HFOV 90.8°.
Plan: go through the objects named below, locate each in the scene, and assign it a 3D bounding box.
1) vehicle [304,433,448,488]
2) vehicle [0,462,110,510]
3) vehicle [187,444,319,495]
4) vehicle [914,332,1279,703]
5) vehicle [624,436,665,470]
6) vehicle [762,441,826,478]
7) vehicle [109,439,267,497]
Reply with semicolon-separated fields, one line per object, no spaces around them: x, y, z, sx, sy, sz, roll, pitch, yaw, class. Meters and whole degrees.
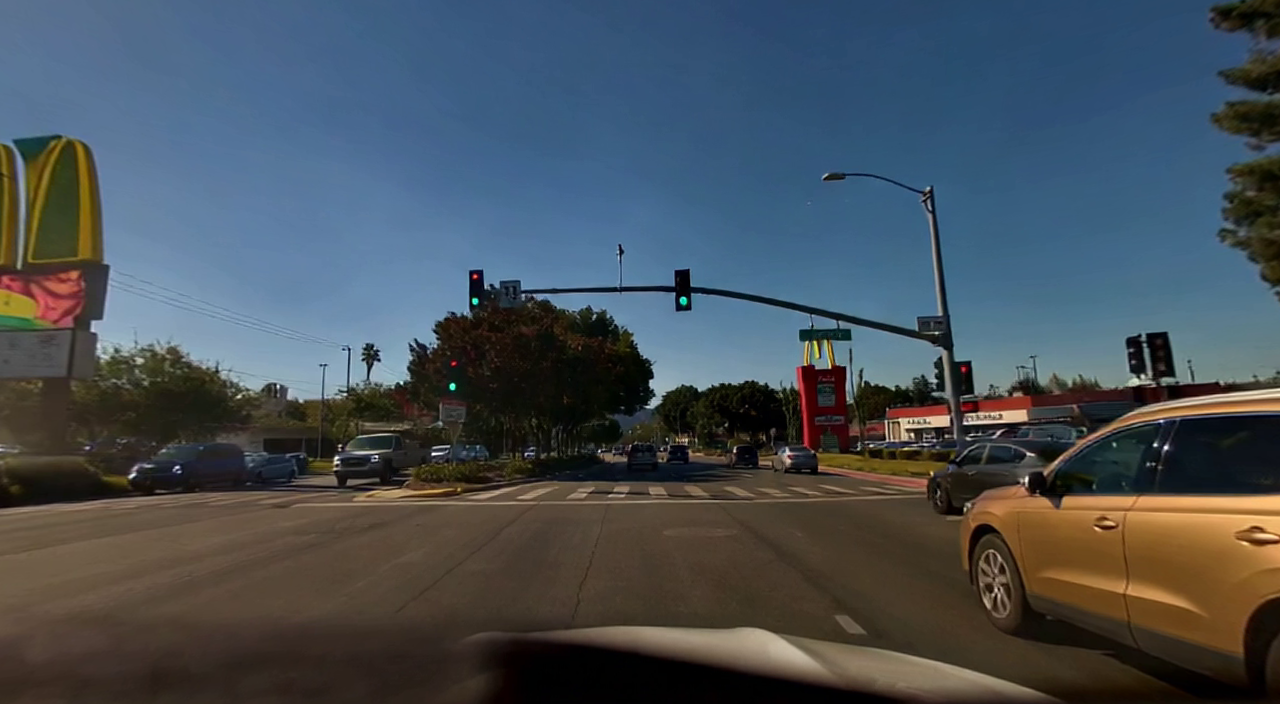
-10.528;4.398;26.185;2.909;1.956;6.908;0;-8;1;vehicle
-21.877;4.705;22.438;1.849;1.442;4.866;0;-8;0;vehicle
-14.085;4.258;23.385;2.015;1.679;4.535;0;-8;-1;vehicle
3.432;0.915;3.201;2.076;1.716;4.416;0;-8;0;vehicle
0.213;6.295;39.500;2.402;1.938;4.535;0;-8;-1;vehicle
6.885;4.834;28.656;1.879;1.517;4.006;0;-8;0;vehicle
-17.805;4.561;25.388;2.152;2.010;5.676;0;-8;-1;vehicle
